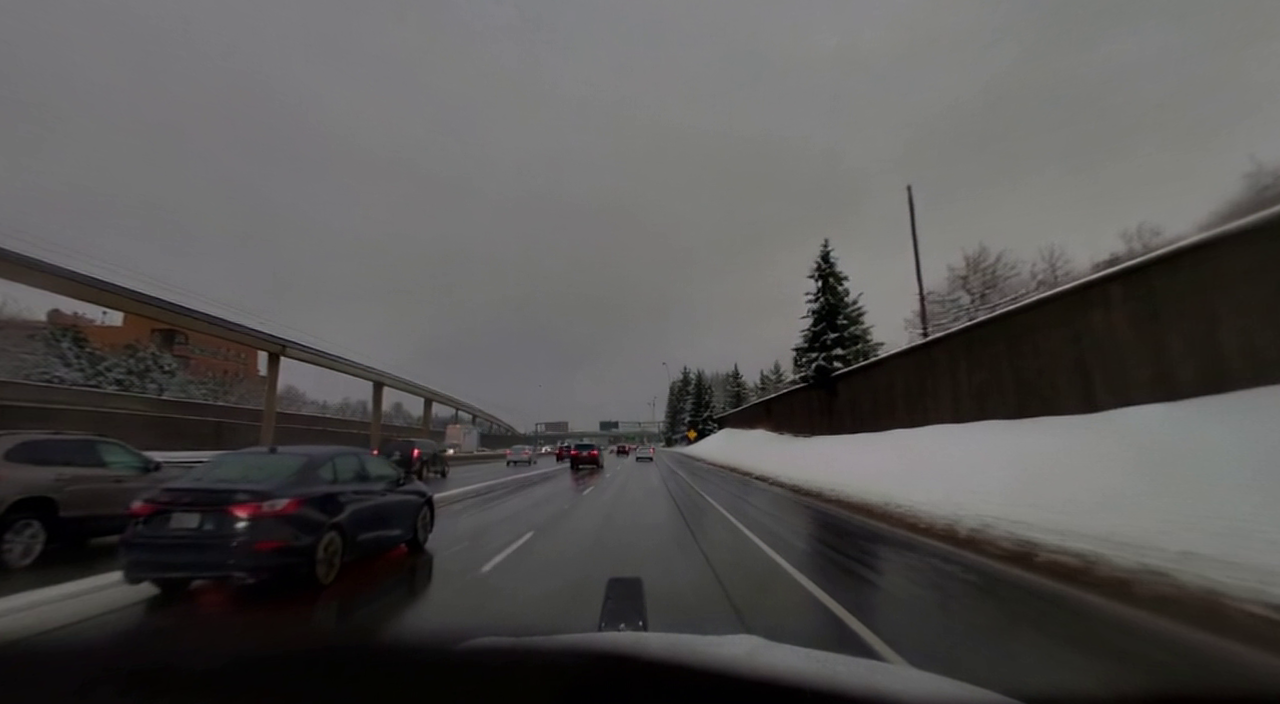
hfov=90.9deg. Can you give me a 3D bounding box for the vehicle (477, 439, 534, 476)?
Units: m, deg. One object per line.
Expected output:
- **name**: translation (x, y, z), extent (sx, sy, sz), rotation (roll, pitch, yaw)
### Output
- **vehicle**: translation (-7.262, 5.715, 34.439), extent (2.084, 1.815, 4.406), rotation (0, -8, 1)

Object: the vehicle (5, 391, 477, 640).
- **vehicle**: translation (-3.391, 1.468, 6.694), extent (2.052, 1.731, 4.372), rotation (0, -8, 1)

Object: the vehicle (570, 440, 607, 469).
- **vehicle**: translation (-3.349, 6.807, 42.025), extent (2.093, 1.831, 4.712), rotation (0, -8, 0)

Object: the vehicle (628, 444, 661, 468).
- **vehicle**: translation (0.271, 6.887, 41.920), extent (2.074, 1.465, 3.977), rotation (0, -8, -2)
